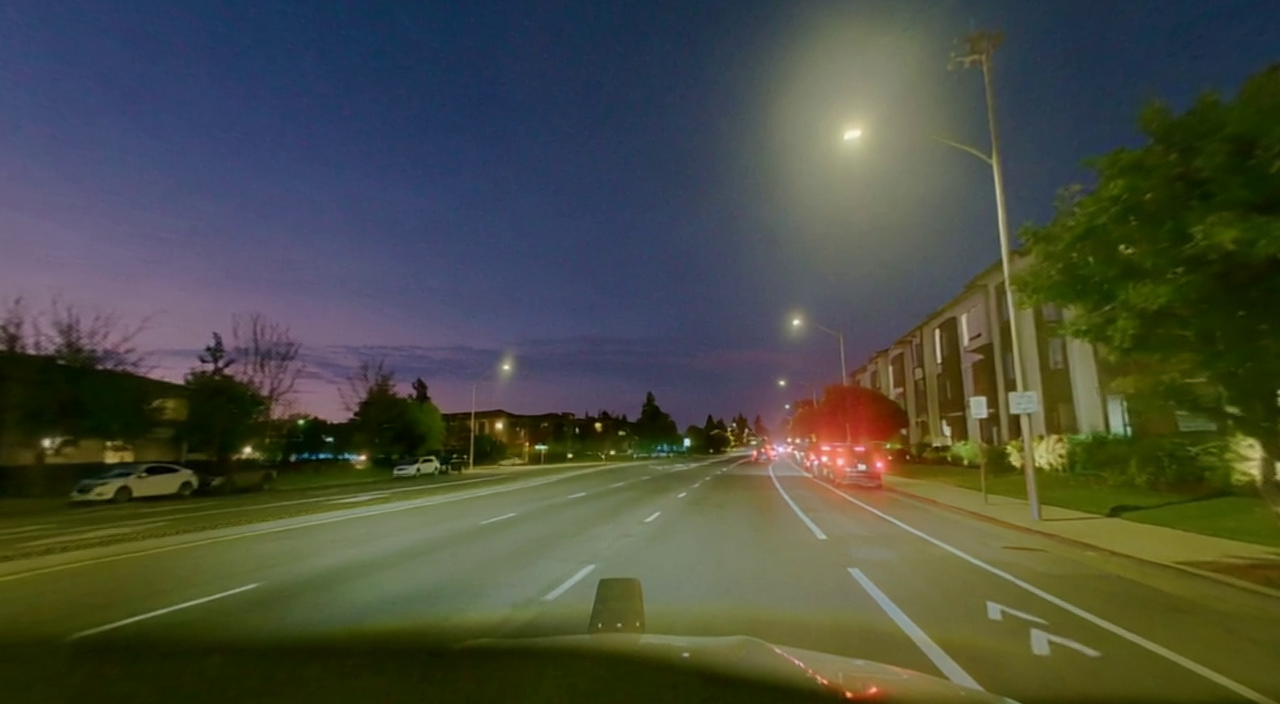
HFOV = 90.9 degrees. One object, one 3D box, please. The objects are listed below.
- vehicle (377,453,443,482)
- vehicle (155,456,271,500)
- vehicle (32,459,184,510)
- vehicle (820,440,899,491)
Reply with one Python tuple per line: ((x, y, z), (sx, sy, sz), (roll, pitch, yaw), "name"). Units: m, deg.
((-16.416, 8.256, 45.366), (2.060, 1.814, 5.097), (-2, -9, 11), "vehicle")
((-19.597, 5.750, 29.186), (1.886, 1.777, 4.273), (-2, -9, 10), "vehicle")
((-20.316, 5.031, 24.336), (1.809, 1.677, 4.253), (-1, -8, 7), "vehicle")
((7.843, 4.053, 22.876), (2.011, 1.649, 4.001), (-2, -9, 10), "vehicle")
